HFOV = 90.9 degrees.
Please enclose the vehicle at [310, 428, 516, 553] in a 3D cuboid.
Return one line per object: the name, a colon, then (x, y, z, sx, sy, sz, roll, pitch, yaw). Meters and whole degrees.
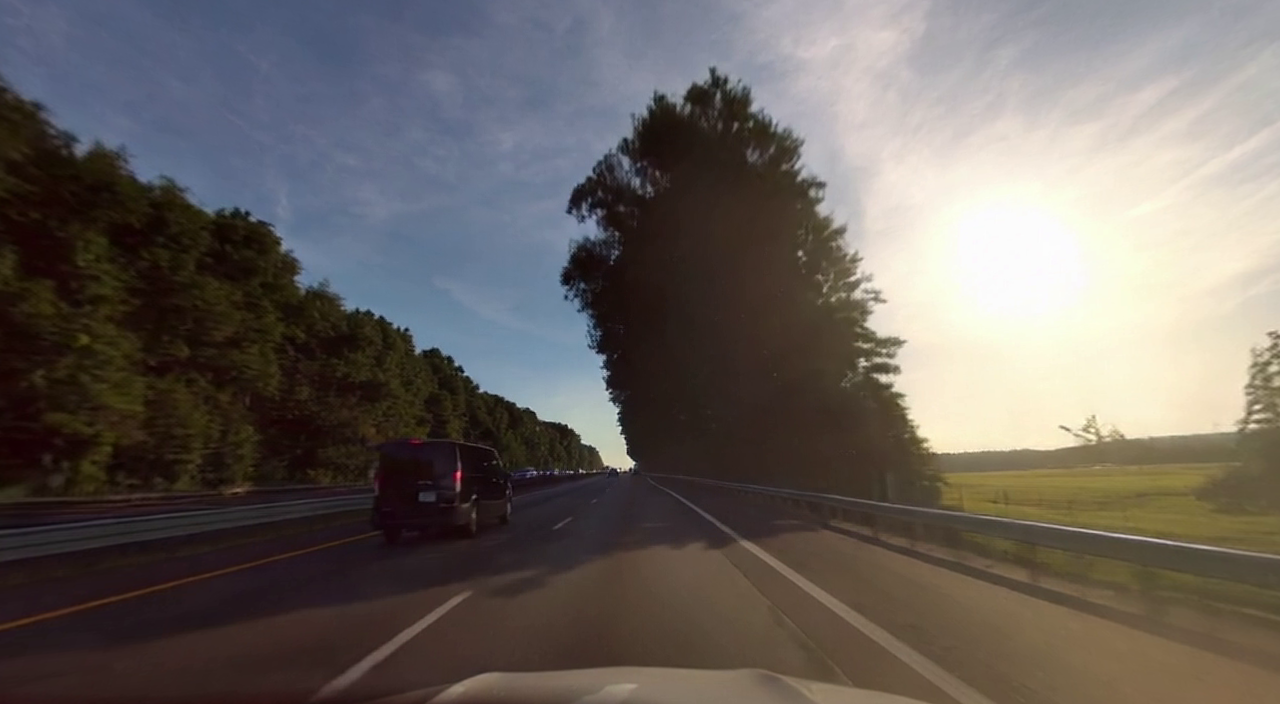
vehicle: (-3.890, 2.524, 11.886, 2.100, 1.824, 4.634, 1, -11, 0)
